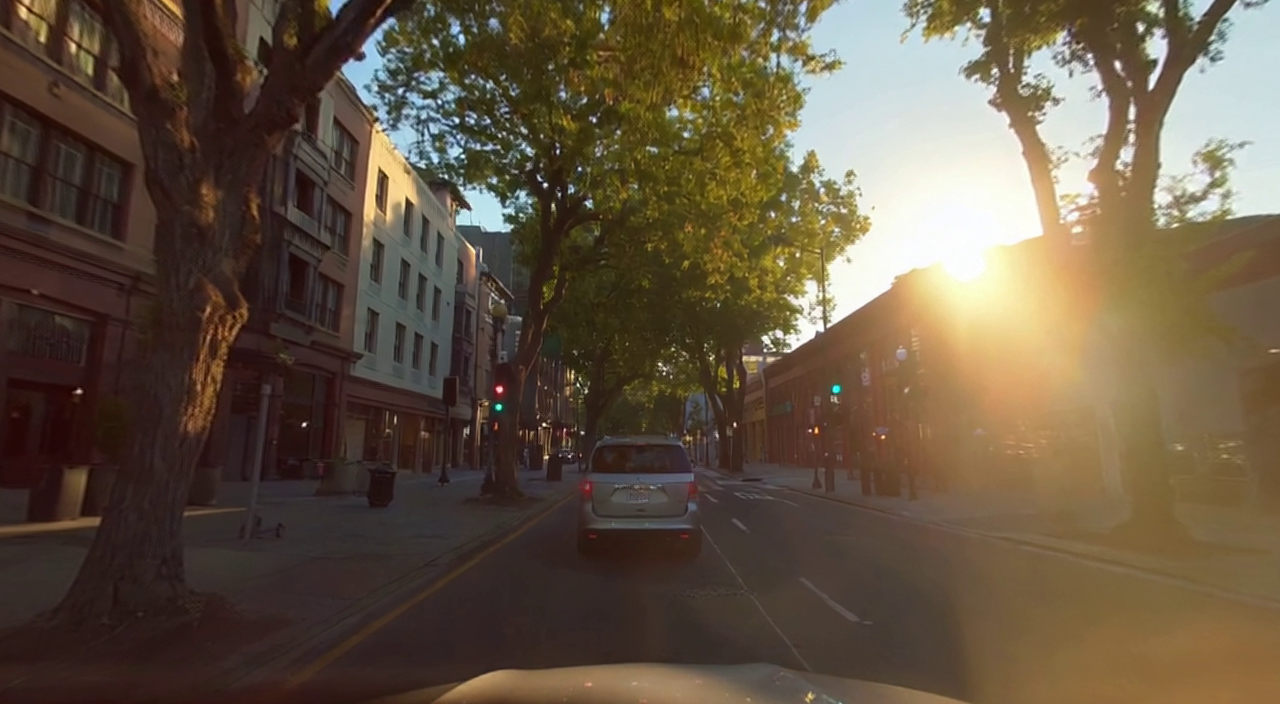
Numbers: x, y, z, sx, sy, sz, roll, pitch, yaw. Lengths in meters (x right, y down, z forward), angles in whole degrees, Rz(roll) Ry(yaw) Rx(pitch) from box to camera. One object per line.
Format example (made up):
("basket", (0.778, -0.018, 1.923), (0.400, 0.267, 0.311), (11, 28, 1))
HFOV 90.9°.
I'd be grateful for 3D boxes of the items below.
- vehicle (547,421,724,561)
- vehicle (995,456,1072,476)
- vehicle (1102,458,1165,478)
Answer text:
("vehicle", (-0.084, 1.923, 9.423), (2.079, 1.621, 3.861), (0, -8, -1))
("vehicle", (29.824, 8.624, 47.834), (4.668, 1.441, 1.904), (1, -9, -6))
("vehicle", (37.346, 8.783, 47.760), (3.445, 1.363, 1.608), (2, -9, -1))
